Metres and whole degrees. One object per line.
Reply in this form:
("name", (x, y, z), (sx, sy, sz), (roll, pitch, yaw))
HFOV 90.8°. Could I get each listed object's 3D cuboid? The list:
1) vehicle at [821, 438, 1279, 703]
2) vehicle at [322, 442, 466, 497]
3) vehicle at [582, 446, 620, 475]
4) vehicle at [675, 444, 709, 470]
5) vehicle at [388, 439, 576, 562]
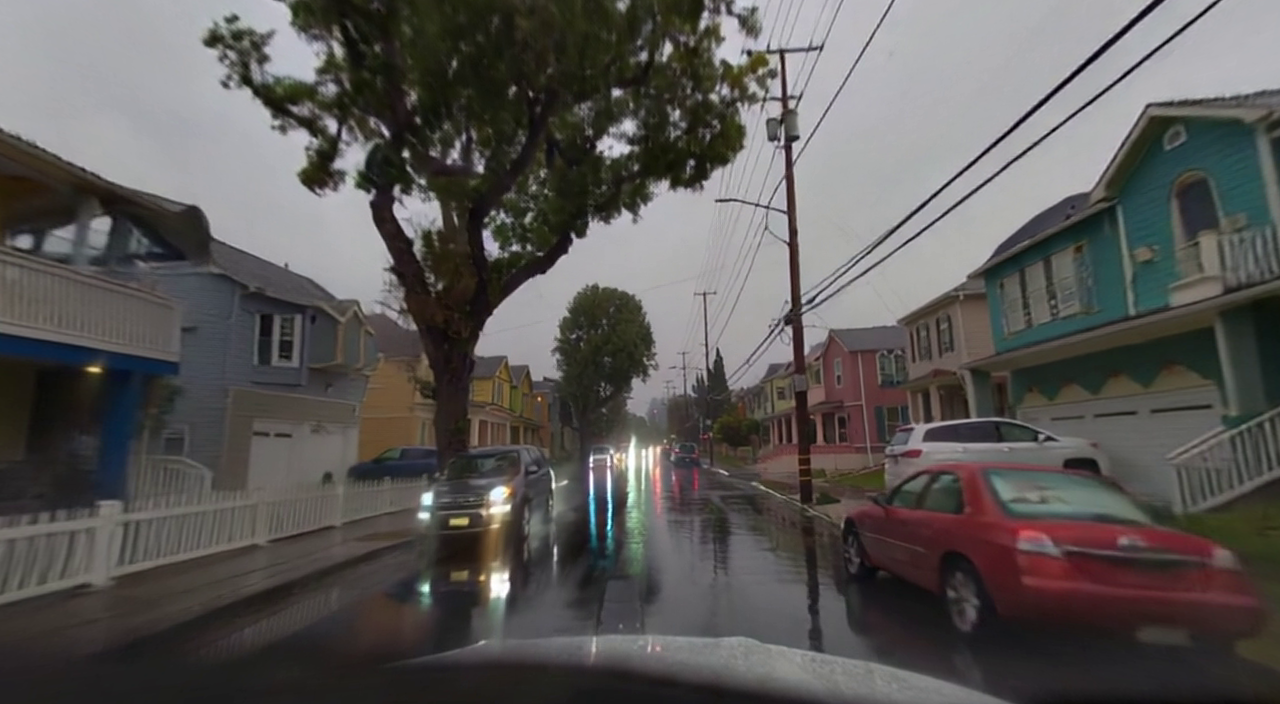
("vehicle", (3.238, 1.586, 5.472), (2.043, 1.631, 4.613), (1, -8, 1))
("vehicle", (-8.497, 4.059, 22.098), (4.088, 1.779, 2.109), (0, -8, 4))
("vehicle", (-2.532, 7.180, 42.205), (2.082, 1.759, 4.541), (-2, -8, 1))
("vehicle", (3.978, 8.096, 49.038), (2.129, 1.873, 4.471), (0, -8, -1))
("vehicle", (-2.773, 2.695, 12.399), (2.204, 1.655, 4.813), (-7, -8, 1))
